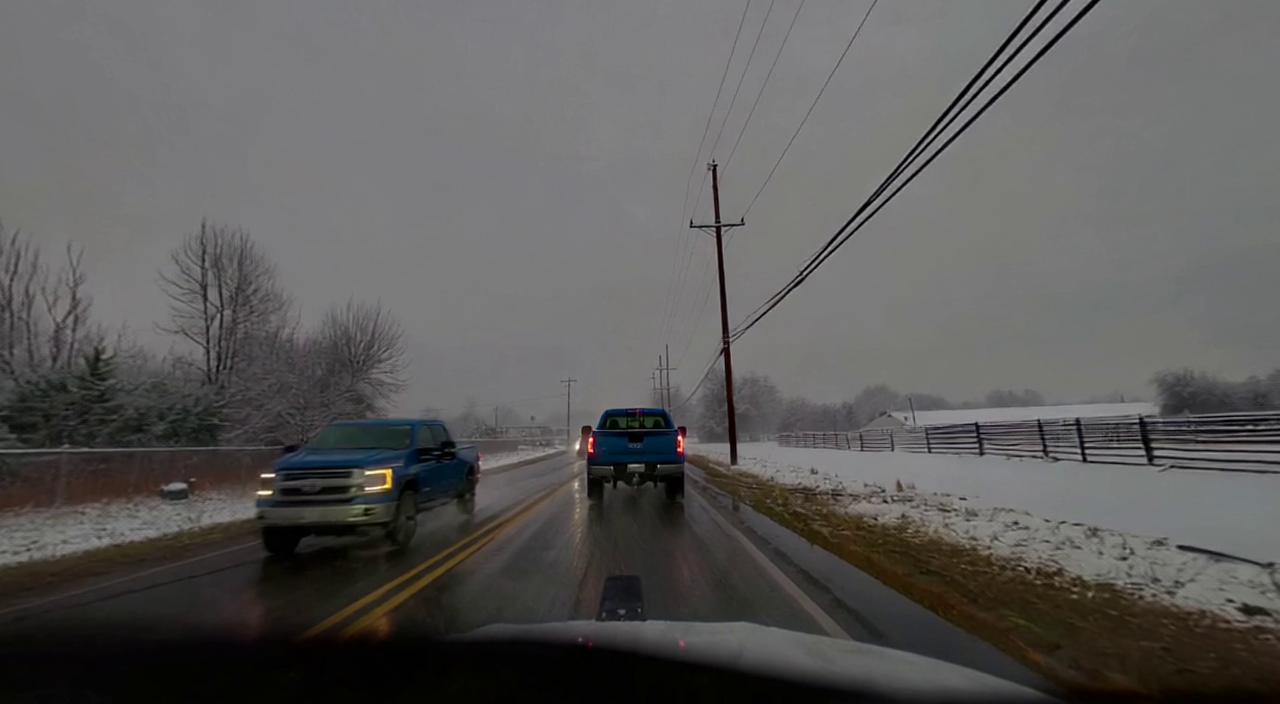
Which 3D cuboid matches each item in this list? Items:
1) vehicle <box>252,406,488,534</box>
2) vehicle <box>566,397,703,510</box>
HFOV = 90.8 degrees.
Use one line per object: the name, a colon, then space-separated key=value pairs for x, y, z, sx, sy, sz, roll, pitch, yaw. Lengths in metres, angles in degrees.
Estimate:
vehicle: x=-4.650 y=2.132 z=11.977 sx=2.346 sy=1.907 sz=4.757 roll=0 pitch=-8 yaw=0
vehicle: x=-0.174 y=2.439 z=15.479 sx=2.693 sy=2.223 sz=5.885 roll=0 pitch=-8 yaw=-1
